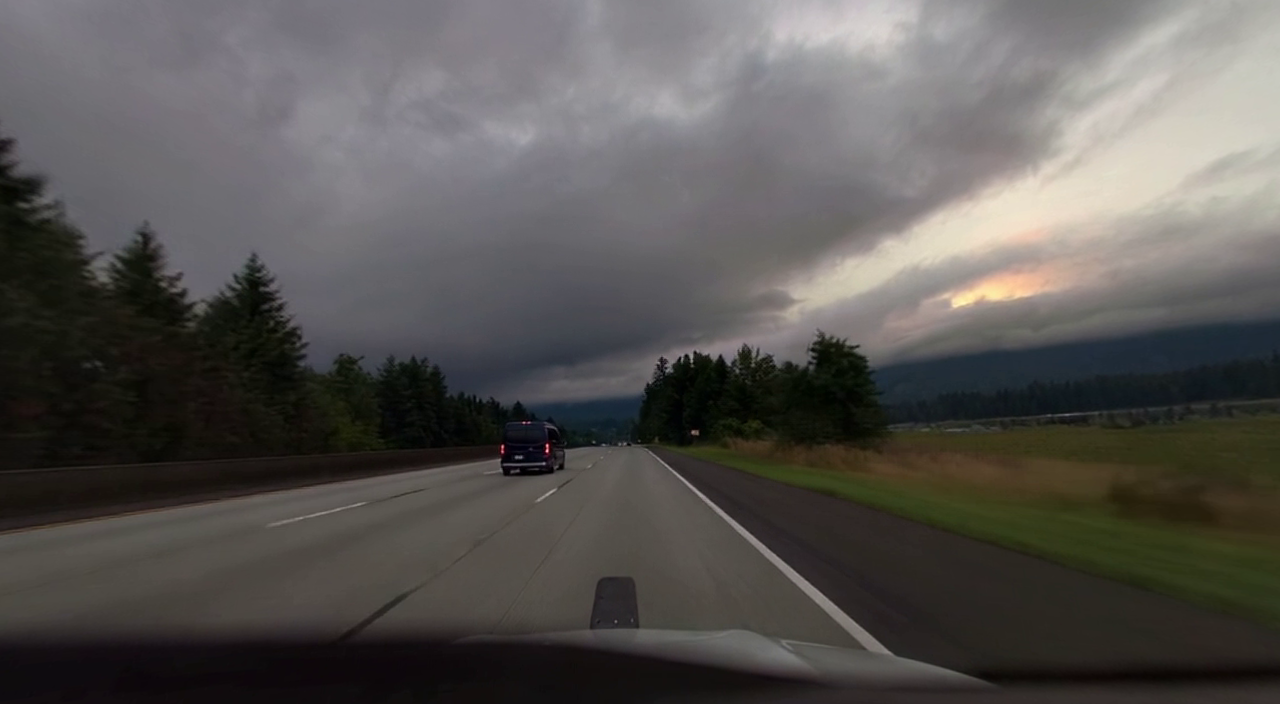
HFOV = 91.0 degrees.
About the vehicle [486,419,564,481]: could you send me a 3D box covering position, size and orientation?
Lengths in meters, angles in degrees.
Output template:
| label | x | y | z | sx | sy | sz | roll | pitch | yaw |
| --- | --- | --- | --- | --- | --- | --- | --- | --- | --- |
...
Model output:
| label | x | y | z | sx | sy | sz | roll | pitch | yaw |
| --- | --- | --- | --- | --- | --- | --- | --- | --- | --- |
| vehicle | -4.077 | 3.576 | 23.168 | 1.976 | 2.029 | 4.737 | -1 | -8 | 0 |
